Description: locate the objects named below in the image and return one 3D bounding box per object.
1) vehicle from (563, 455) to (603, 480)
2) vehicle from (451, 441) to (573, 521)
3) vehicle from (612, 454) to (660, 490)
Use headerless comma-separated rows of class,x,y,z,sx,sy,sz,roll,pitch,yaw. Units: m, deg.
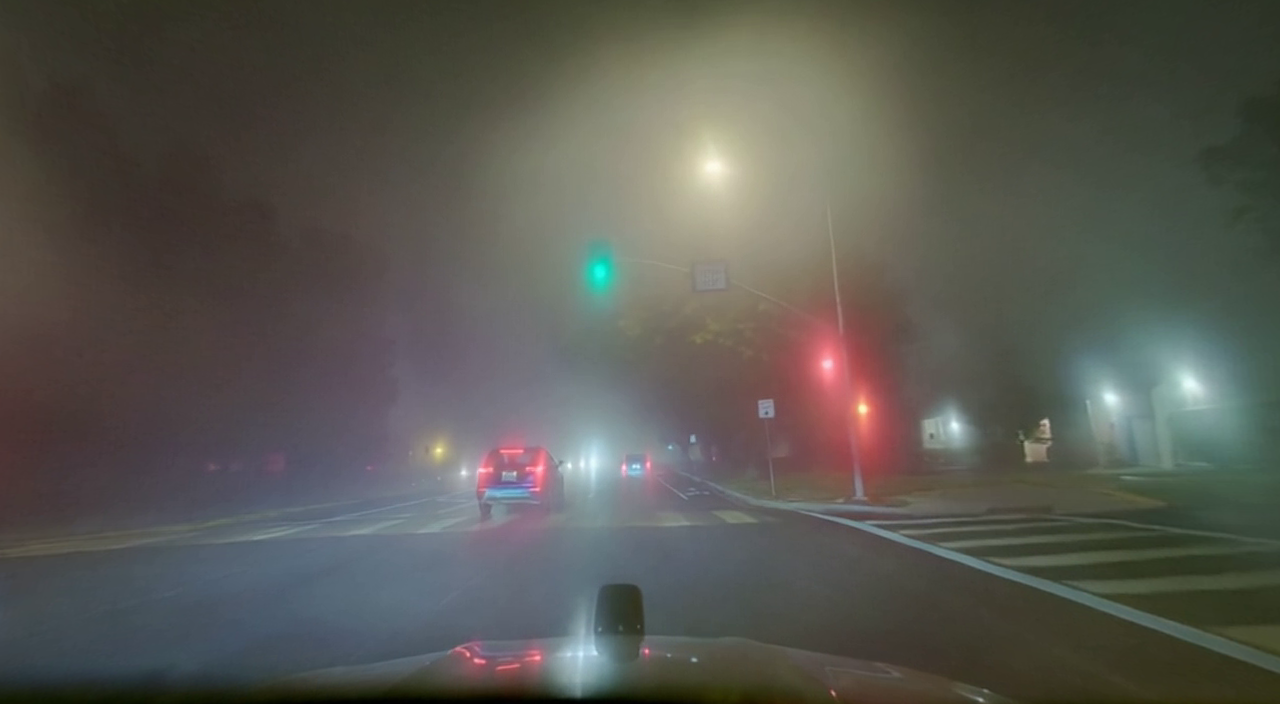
vehicle,-3.776,7.774,42.737,2.268,1.522,4.350,0,-8,0
vehicle,-3.119,3.227,16.482,2.157,1.771,4.452,0,-8,1
vehicle,-0.164,5.521,29.351,2.062,1.518,3.901,0,-8,0
